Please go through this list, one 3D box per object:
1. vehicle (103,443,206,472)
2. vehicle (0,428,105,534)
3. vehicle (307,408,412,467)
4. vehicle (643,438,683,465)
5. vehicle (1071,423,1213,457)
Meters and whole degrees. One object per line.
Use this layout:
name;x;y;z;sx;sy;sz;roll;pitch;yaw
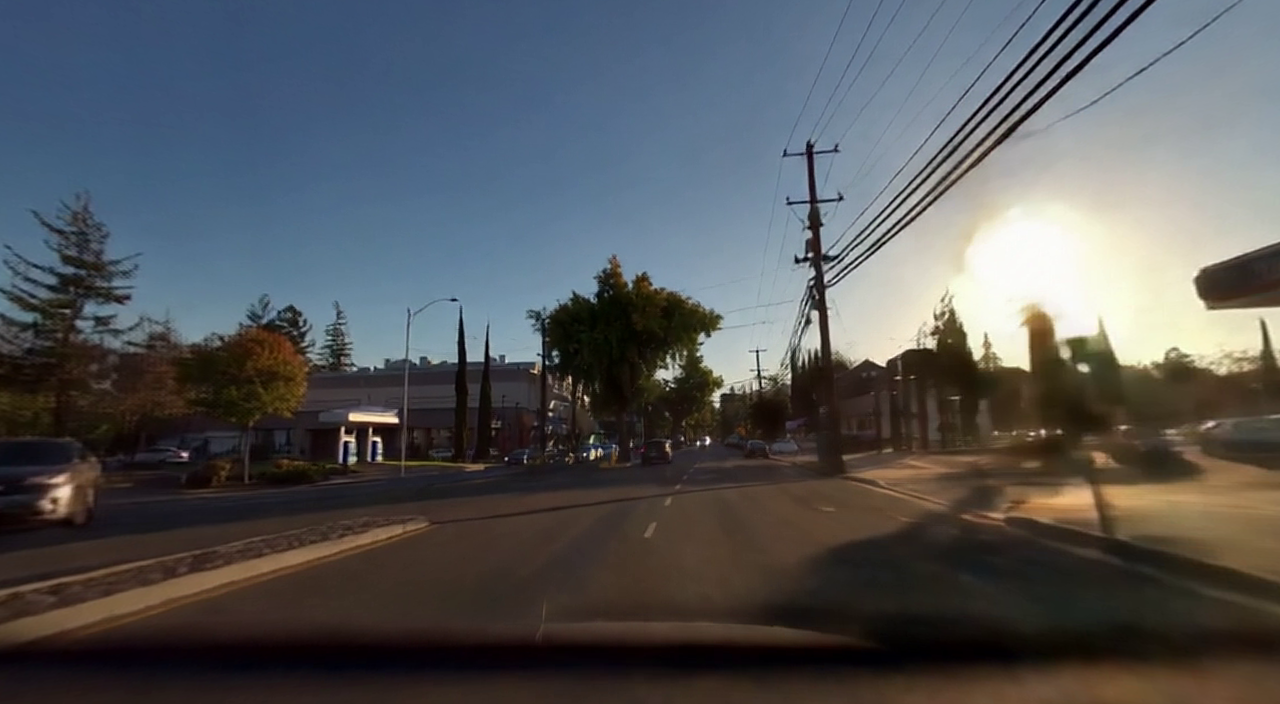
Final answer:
vehicle;-34.529;7.505;45.116;2.111;1.883;5.784;-2;-8;10
vehicle;-14.852;2.962;15.141;5.575;2.142;1.996;-7;-11;40
vehicle;-18.505;5.779;42.286;2.923;3.546;7.640;-1;-8;5
vehicle;1.445;6.046;38.435;2.073;1.525;3.968;-1;-8;7
vehicle;23.415;4.152;29.711;1.908;1.474;4.885;2;-9;-16
